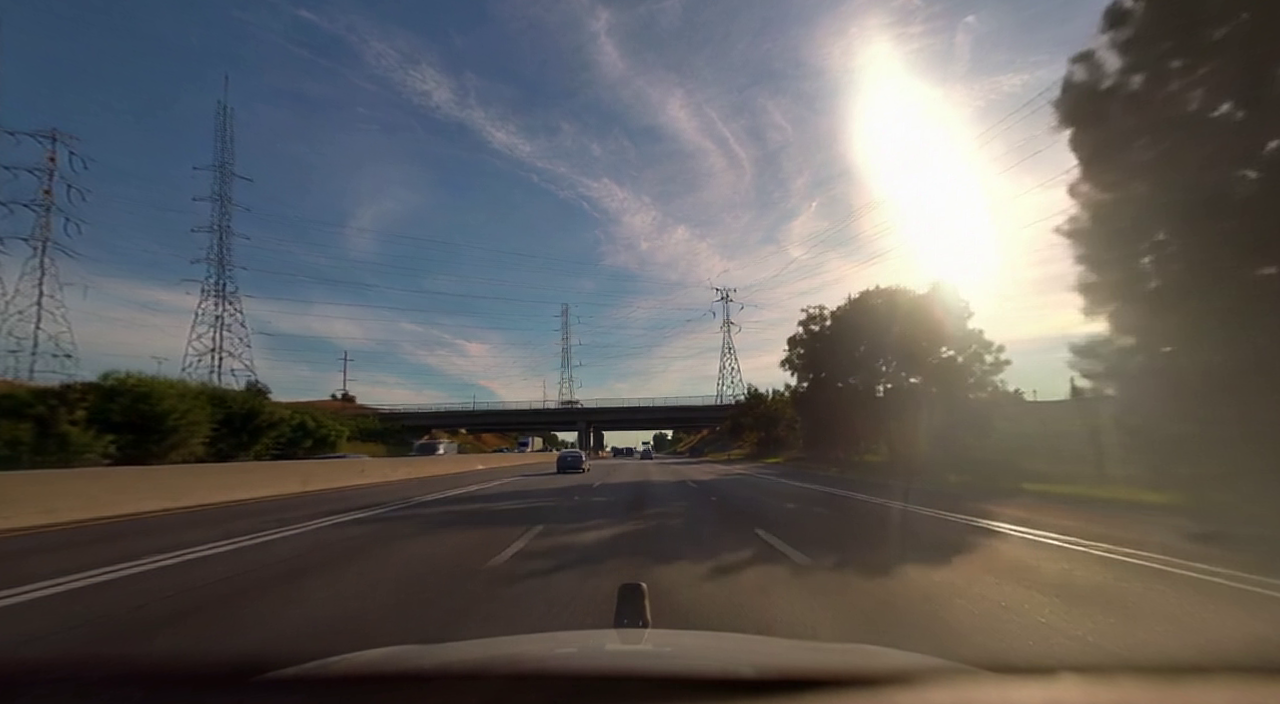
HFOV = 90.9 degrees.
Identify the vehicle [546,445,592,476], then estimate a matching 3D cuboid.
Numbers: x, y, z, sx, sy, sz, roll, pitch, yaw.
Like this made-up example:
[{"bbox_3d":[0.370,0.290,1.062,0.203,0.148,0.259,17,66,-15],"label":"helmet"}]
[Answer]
[{"bbox_3d":[-3.754,5.797,33.934,1.924,1.550,4.165,0,-9,0],"label":"vehicle"}]
